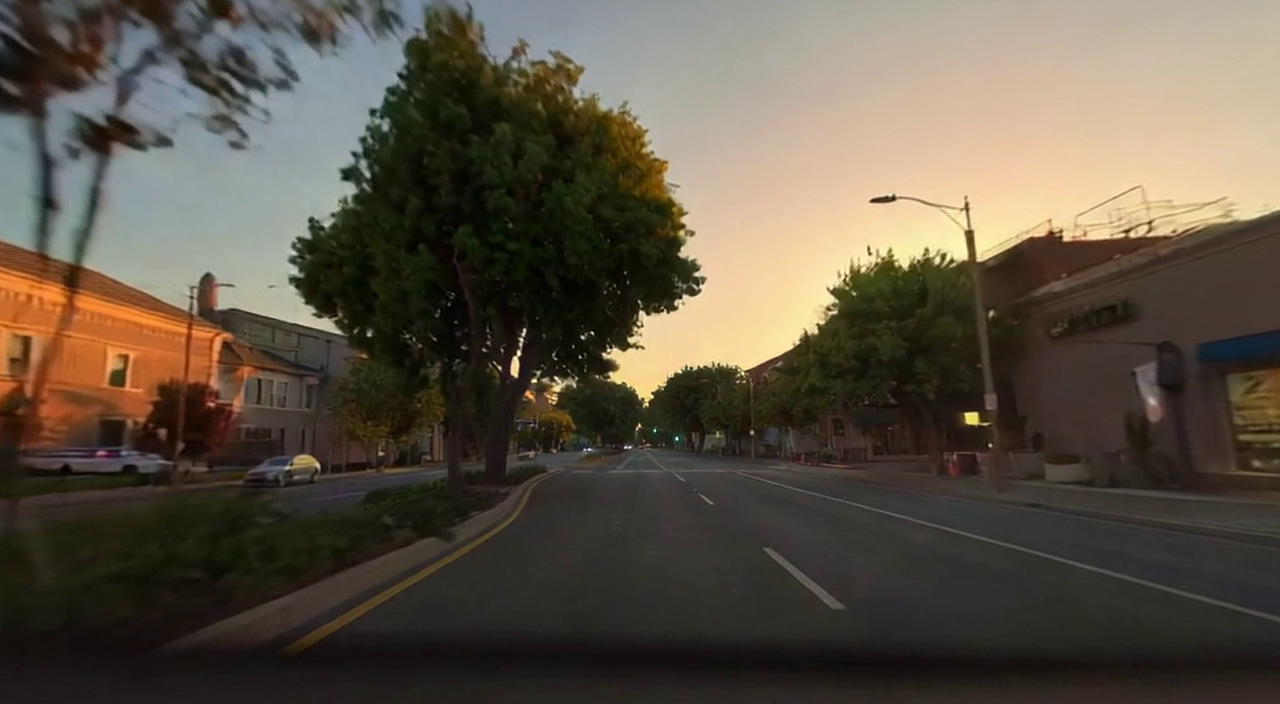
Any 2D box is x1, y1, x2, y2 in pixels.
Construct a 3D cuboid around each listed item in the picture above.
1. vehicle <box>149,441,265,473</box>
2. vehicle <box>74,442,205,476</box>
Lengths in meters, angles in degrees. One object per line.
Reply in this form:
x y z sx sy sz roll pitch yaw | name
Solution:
-26.488 6.408 38.555 5.511 1.863 2.092 0 -8 -2 | vehicle
-26.047 5.572 32.828 4.946 1.656 2.016 1 -9 -4 | vehicle
